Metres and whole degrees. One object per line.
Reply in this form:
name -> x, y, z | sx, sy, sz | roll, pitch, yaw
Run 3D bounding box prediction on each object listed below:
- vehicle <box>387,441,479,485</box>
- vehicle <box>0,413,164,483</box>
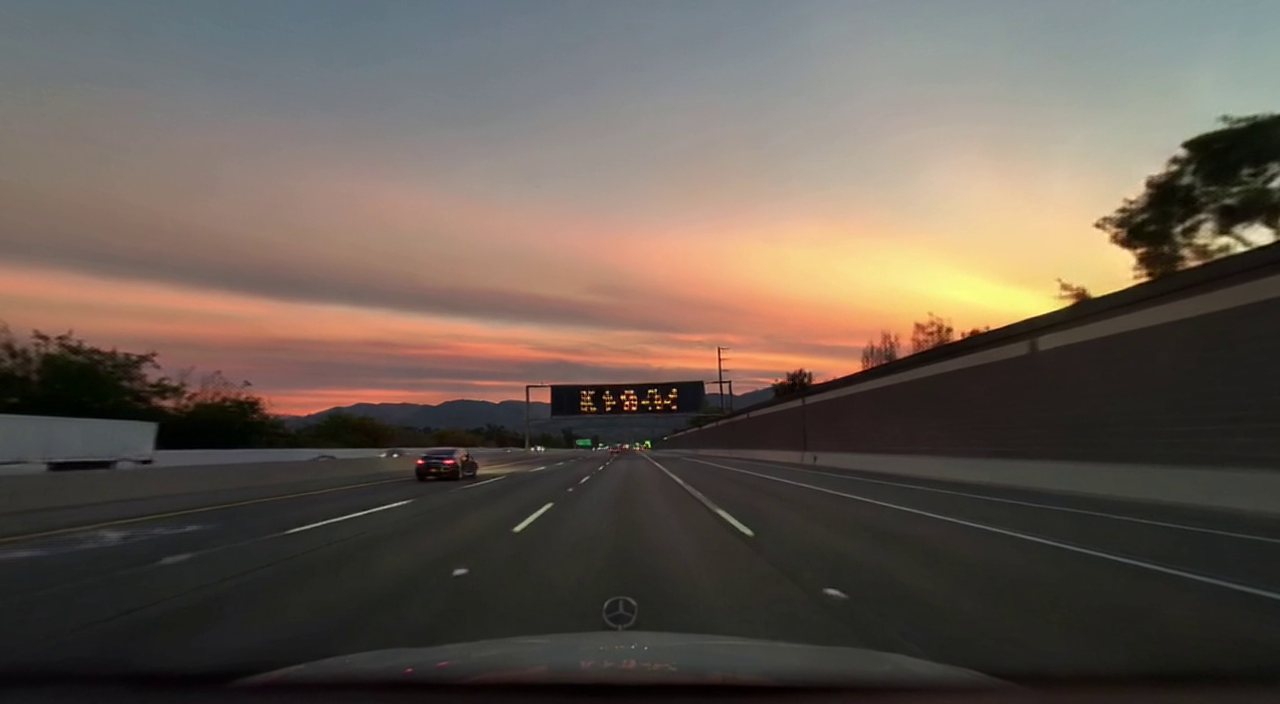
vehicle -> -8.065, 4.348, 25.136 | 2.005, 1.545, 4.874 | 0, -8, 0
vehicle -> -36.229, 6.247, 41.245 | 2.855, 4.018, 9.391 | 0, -8, -1
